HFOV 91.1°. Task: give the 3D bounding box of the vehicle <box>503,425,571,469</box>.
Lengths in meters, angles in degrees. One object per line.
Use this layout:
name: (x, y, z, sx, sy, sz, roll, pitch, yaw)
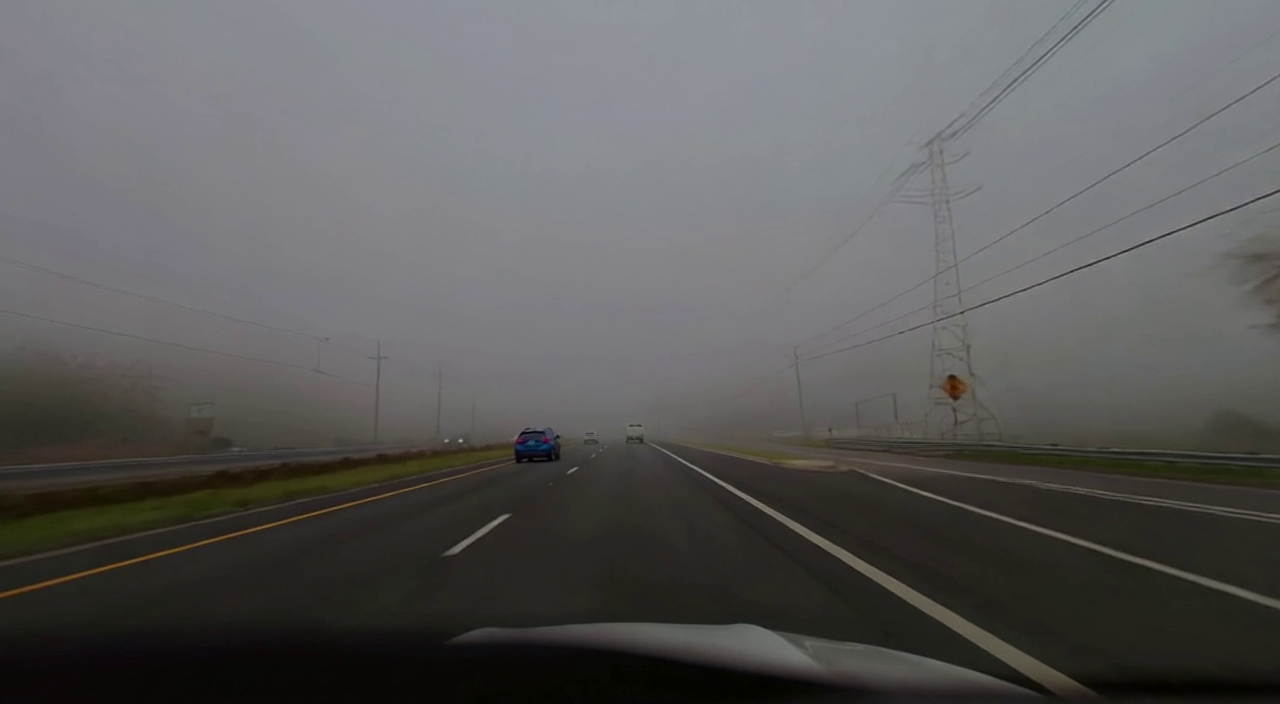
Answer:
vehicle: (-3.964, 3.729, 24.966, 2.023, 1.580, 4.259, 0, -8, -1)
